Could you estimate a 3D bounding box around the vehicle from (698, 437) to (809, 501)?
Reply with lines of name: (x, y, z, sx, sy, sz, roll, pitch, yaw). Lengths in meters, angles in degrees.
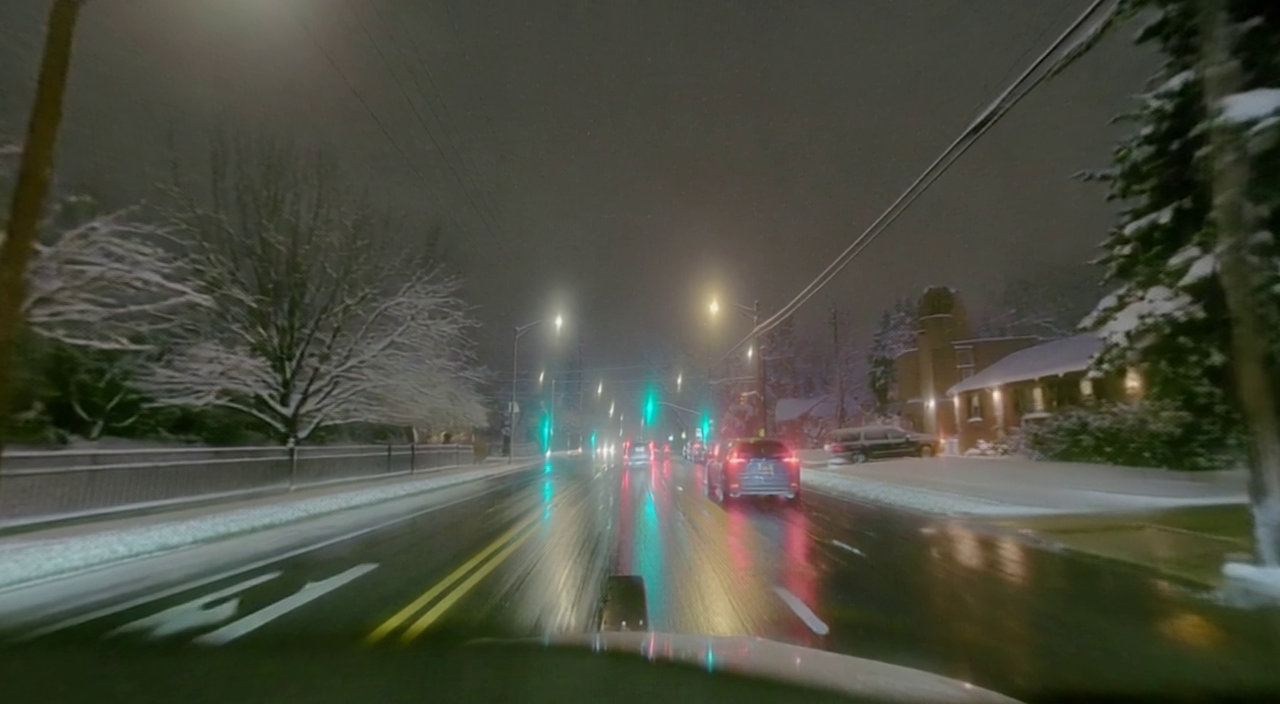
vehicle: (2.899, 3.099, 17.191, 2.158, 1.483, 4.415, 0, -8, 0)

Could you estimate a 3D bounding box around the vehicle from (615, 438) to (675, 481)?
vehicle: (0.172, 4.095, 24.348, 2.101, 1.467, 4.210, 0, -8, 0)

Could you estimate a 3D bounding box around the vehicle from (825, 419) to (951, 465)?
vehicle: (13.780, 5.044, 35.342, 5.929, 1.970, 2.381, -5, -8, -2)

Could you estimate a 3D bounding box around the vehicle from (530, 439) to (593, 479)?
vehicle: (-3.205, 4.466, 26.581, 2.012, 1.505, 4.205, 0, -8, 1)
